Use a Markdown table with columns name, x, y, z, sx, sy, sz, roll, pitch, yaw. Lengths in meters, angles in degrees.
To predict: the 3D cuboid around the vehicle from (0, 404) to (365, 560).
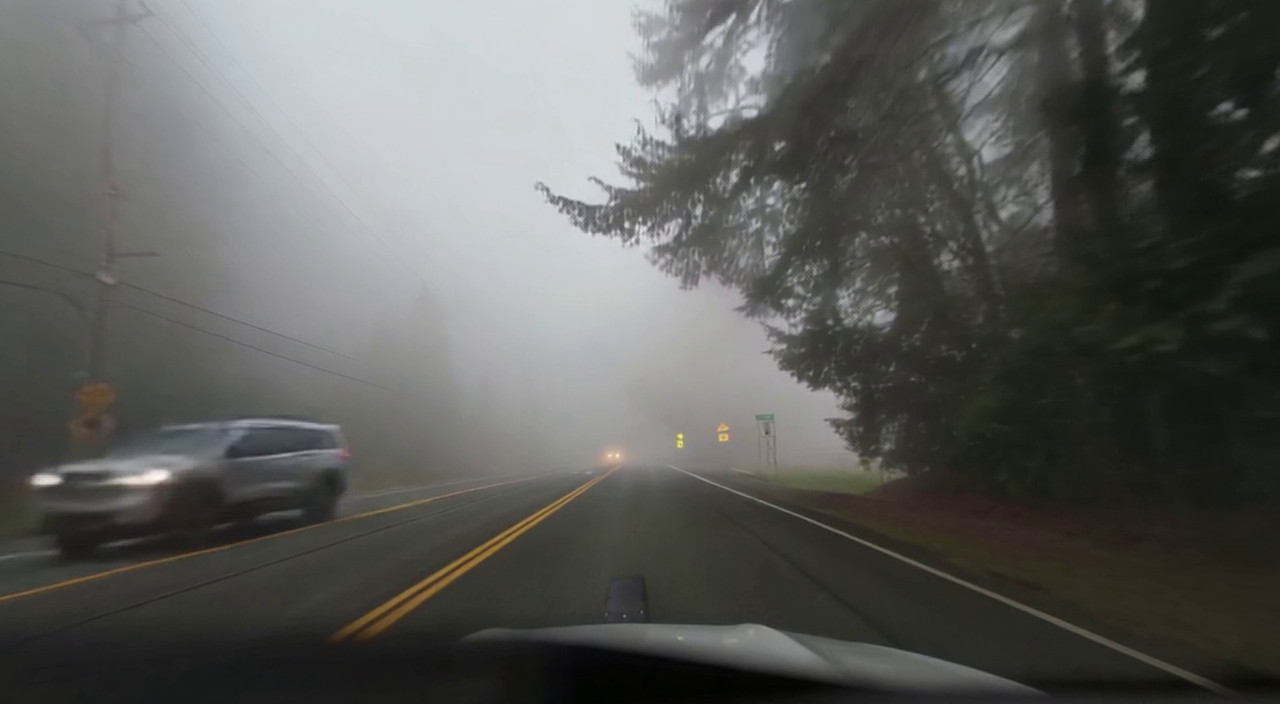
| name | x | y | z | sx | sy | sz | roll | pitch | yaw |
| --- | --- | --- | --- | --- | --- | --- | --- | --- | --- |
| vehicle | -7.848 | 2.238 | 11.708 | 2.766 | 2.122 | 5.753 | -1 | -8 | 1 |
